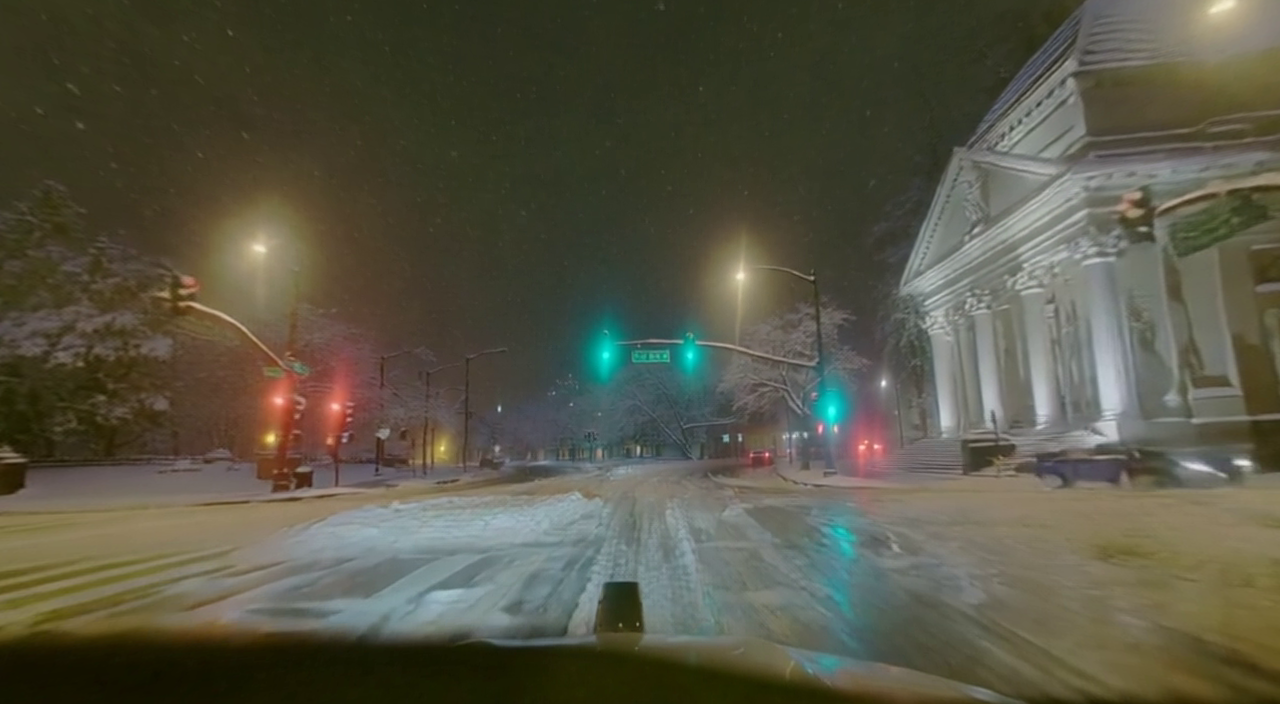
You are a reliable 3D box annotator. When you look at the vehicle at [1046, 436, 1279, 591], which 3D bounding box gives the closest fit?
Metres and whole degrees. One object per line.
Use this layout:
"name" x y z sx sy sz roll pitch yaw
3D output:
"vehicle" 6.860 1.918 8.439 2.085 1.530 4.125 -5 -10 29
